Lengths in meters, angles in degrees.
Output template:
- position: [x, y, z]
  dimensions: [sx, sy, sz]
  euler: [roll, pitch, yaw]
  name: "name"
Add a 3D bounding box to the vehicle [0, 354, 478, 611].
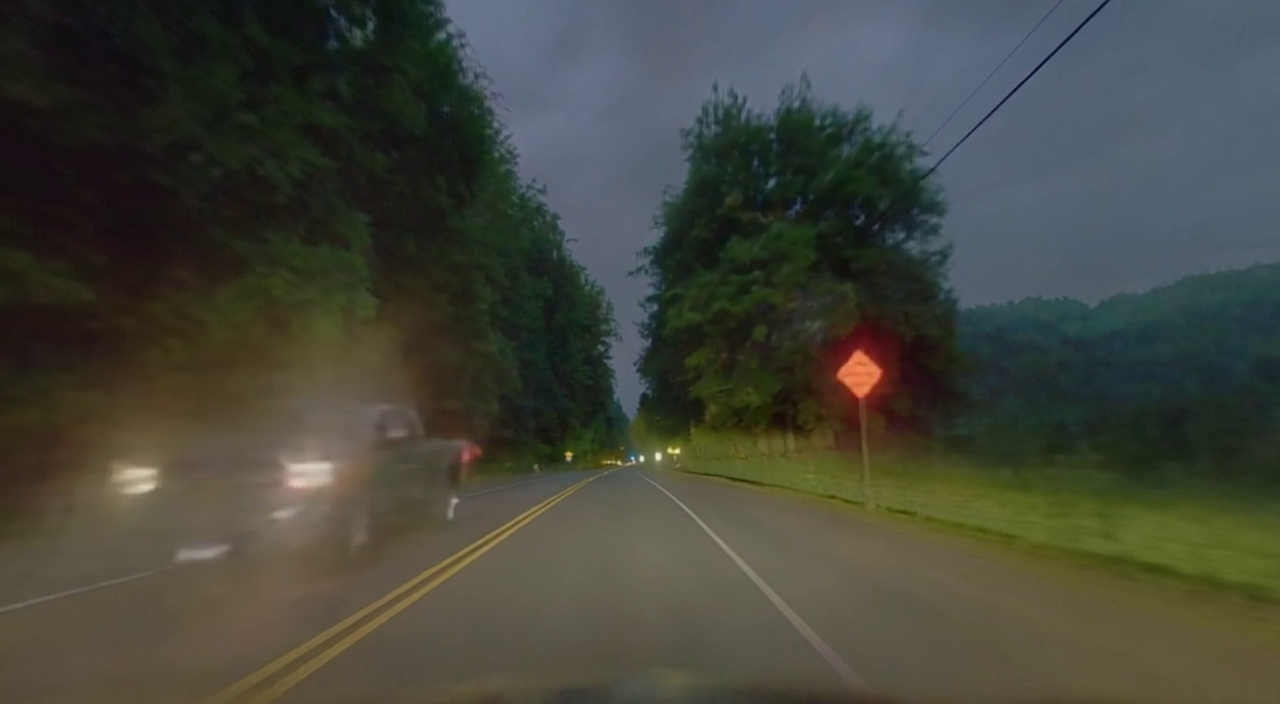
- position: [-4.259, 1.531, 8.418]
  dimensions: [2.638, 2.200, 5.867]
  euler: [0, -8, 0]
  name: "vehicle"
